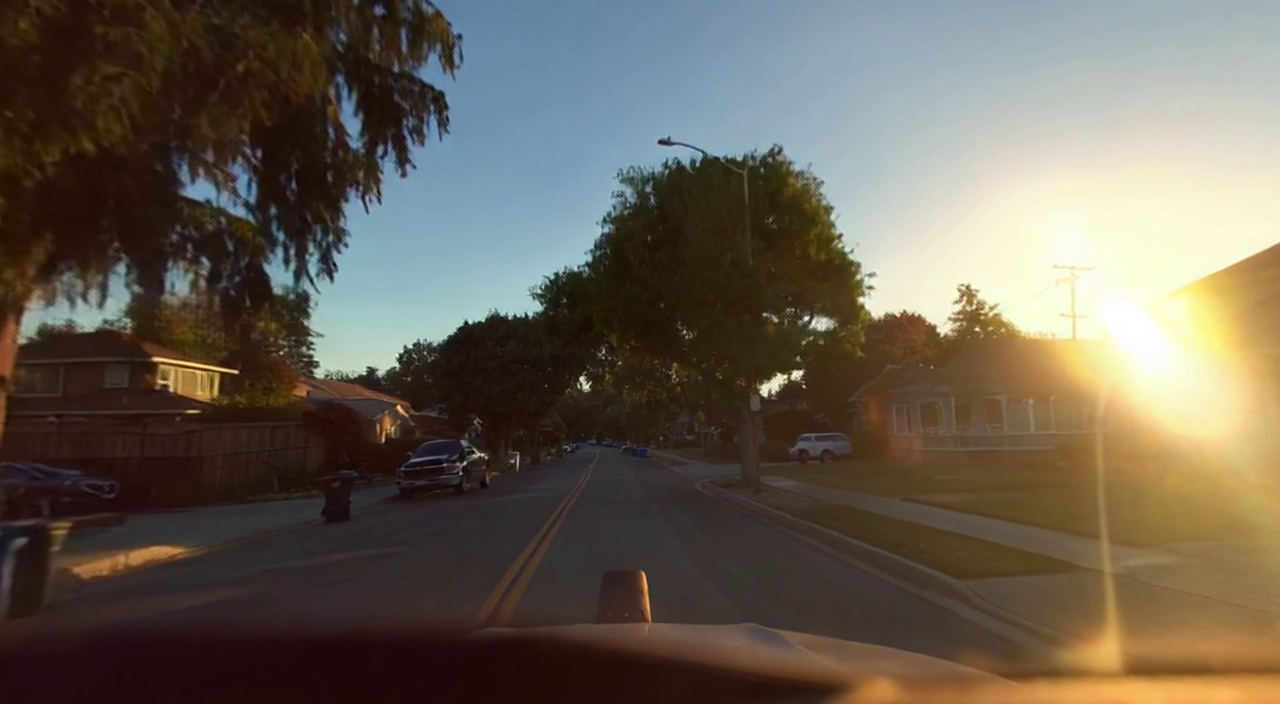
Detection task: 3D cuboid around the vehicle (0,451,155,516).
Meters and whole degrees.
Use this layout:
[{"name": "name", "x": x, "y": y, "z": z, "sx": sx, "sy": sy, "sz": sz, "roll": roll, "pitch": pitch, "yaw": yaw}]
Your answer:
[{"name": "vehicle", "x": -15.617, "y": 3.369, "z": 16.182, "sx": 4.617, "sy": 1.491, "sz": 1.953, "roll": -1, "pitch": -10, "yaw": -2}]

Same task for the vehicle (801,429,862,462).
[{"name": "vehicle", "x": 11.308, "y": 5.536, "z": 37.651, "sx": 1.936, "sy": 1.687, "sz": 4.714, "roll": -4, "pitch": -7, "yaw": -2}]

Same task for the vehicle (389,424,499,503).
[{"name": "vehicle", "x": -7.044, "y": 3.971, "z": 23.469, "sx": 2.223, "sy": 2.115, "sz": 5.707, "roll": 5, "pitch": -4, "yaw": -1}]

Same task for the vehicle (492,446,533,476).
[{"name": "vehicle", "x": -8.192, "y": 6.990, "z": 40.793, "sx": 1.945, "sy": 1.530, "sz": 4.430, "roll": -4, "pitch": -7, "yaw": -5}]
